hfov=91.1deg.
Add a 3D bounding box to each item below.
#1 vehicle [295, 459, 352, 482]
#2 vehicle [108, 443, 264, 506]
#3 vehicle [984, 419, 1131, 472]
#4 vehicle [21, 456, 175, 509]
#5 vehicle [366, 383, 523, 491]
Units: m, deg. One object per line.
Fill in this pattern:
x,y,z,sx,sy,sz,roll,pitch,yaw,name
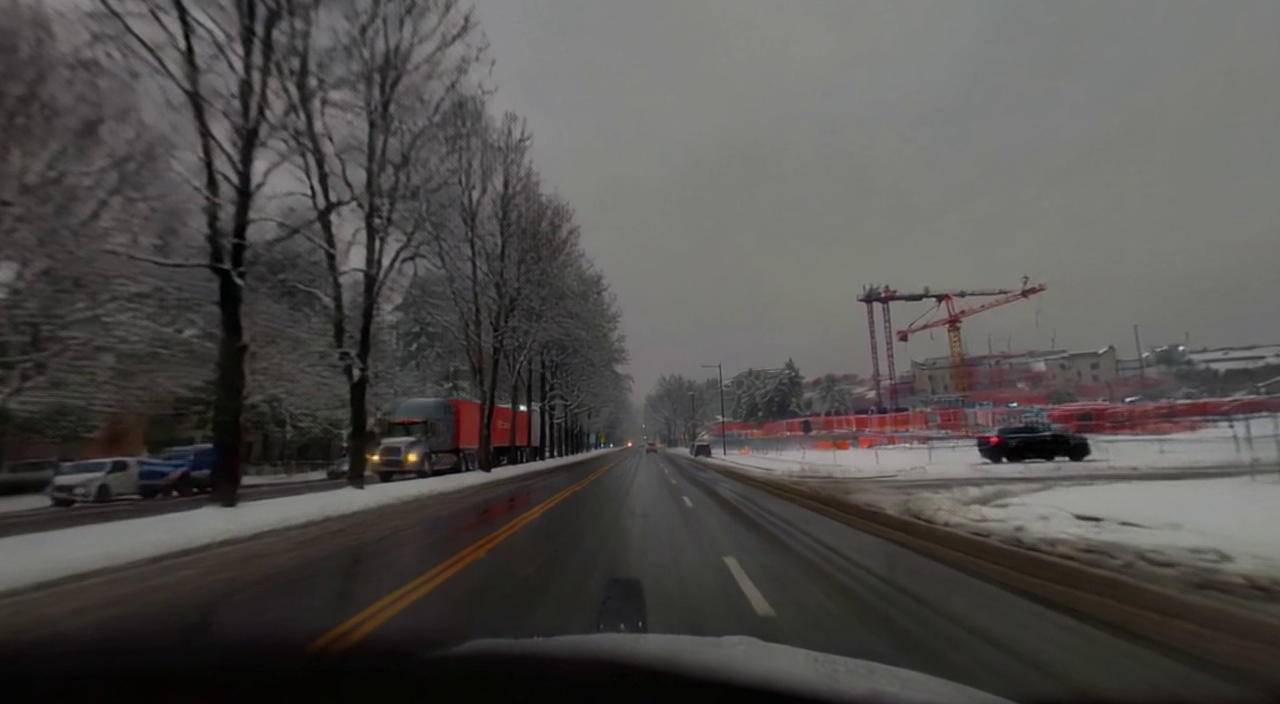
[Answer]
-21.691,8.101,43.195,1.750,1.390,4.098,0,-8,-1,vehicle
-18.205,4.853,25.658,2.154,1.987,5.836,-5,-7,0,vehicle
16.453,3.741,25.240,2.021,1.835,5.654,1,-8,0,vehicle
-21.542,5.175,25.299,2.168,1.800,4.603,0,-8,-2,vehicle
-7.356,3.511,25.613,3.032,3.524,9.640,0,-8,2,vehicle
